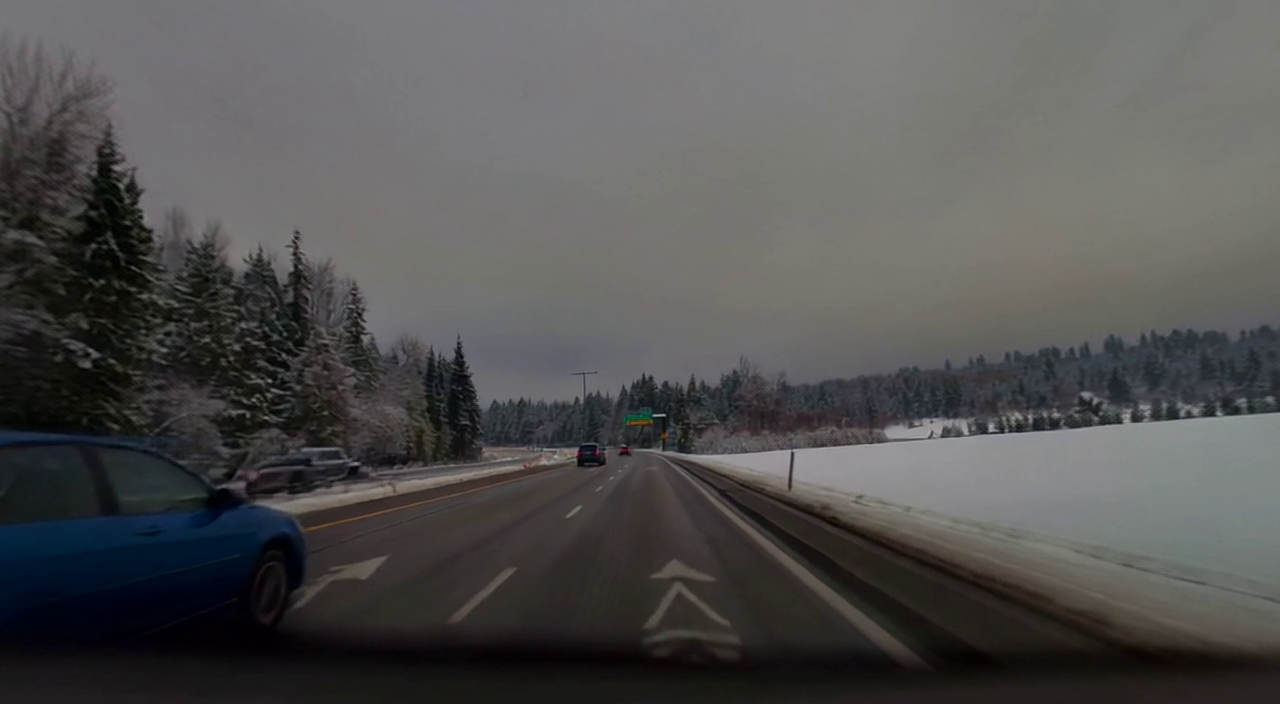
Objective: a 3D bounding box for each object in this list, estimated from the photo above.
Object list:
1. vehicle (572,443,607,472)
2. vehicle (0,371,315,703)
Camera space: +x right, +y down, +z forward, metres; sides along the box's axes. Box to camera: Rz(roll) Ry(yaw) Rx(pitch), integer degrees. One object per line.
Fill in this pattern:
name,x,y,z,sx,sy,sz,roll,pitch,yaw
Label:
vehicle,-2.855,6.038,36.246,1.675,1.537,3.574,0,-9,1
vehicle,-3.240,0.920,2.621,1.846,1.566,3.525,0,-9,0
